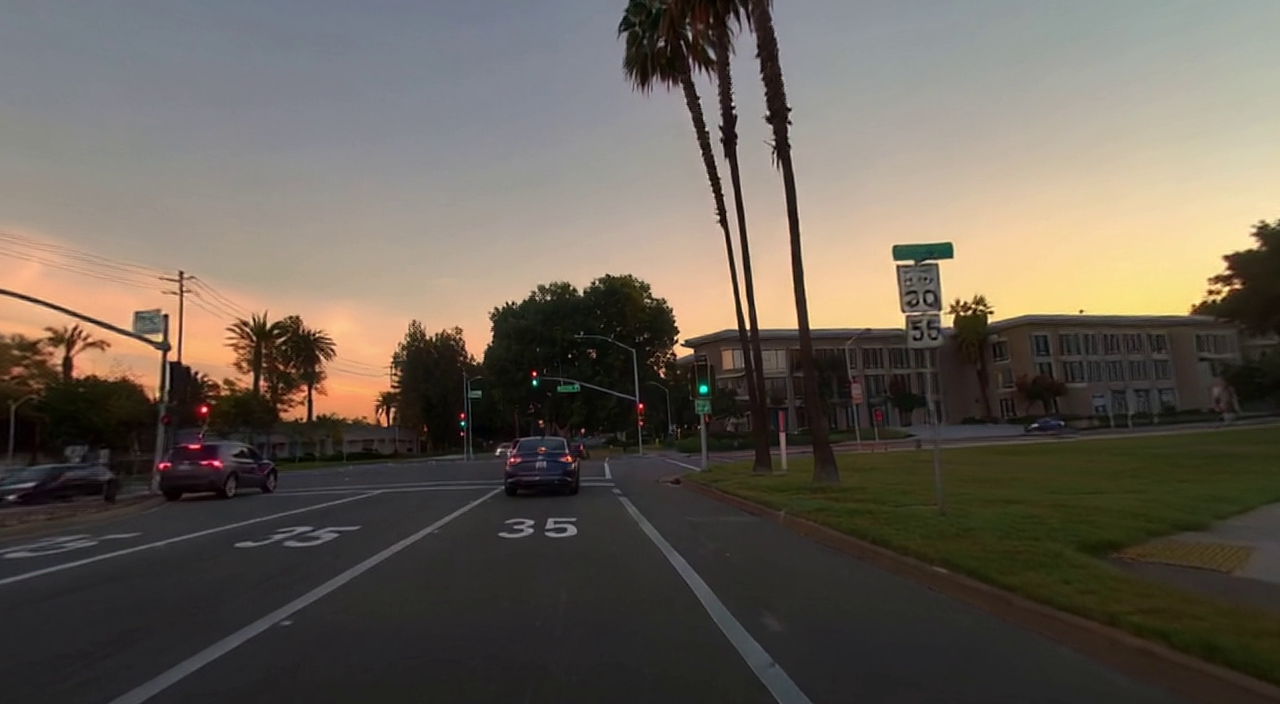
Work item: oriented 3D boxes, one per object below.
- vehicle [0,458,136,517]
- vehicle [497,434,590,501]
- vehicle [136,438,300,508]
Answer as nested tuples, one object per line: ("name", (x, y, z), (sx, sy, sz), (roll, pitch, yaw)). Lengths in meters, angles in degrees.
("vehicle", (-18.054, 4.036, 19.279), (1.879, 1.496, 4.510), (0, -8, -4))
("vehicle", (-2.405, 2.928, 16.458), (2.063, 1.474, 4.334), (1, -8, -6))
("vehicle", (-12.513, 3.566, 19.225), (2.050, 1.811, 4.752), (1, -8, -5))
